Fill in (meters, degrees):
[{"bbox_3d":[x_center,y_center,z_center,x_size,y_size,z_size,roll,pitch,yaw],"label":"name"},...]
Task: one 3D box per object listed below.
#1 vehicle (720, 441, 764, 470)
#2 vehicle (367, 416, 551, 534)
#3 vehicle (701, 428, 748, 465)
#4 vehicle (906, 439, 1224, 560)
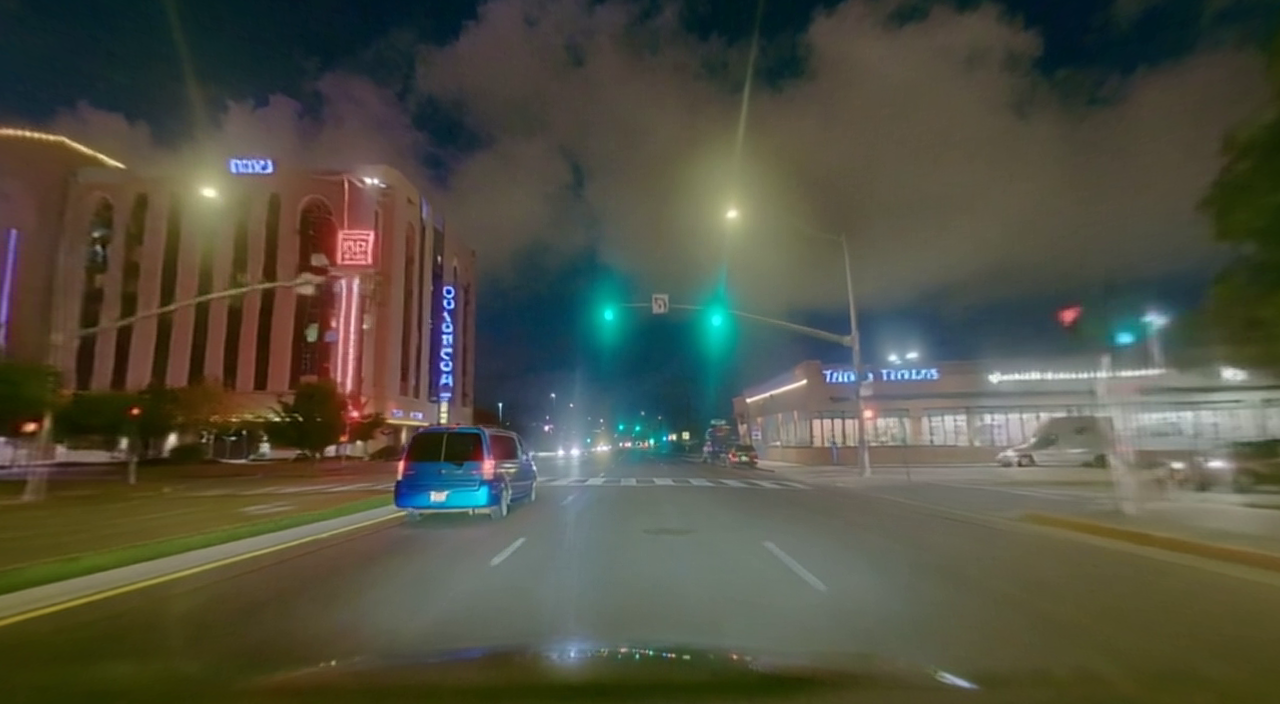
[{"bbox_3d":[6.388,6.536,39.944,1.942,1.753,4.912,0,-8,0],"label":"vehicle"},{"bbox_3d":[-2.944,2.098,11.210,2.080,1.722,3.766,0,-8,1],"label":"vehicle"},{"bbox_3d":[6.189,7.042,47.005,2.642,2.582,6.157,0,-8,0],"label":"vehicle"},{"bbox_3d":[6.485,2.246,10.498,1.967,1.534,4.683,0,-8,-1],"label":"vehicle"}]
